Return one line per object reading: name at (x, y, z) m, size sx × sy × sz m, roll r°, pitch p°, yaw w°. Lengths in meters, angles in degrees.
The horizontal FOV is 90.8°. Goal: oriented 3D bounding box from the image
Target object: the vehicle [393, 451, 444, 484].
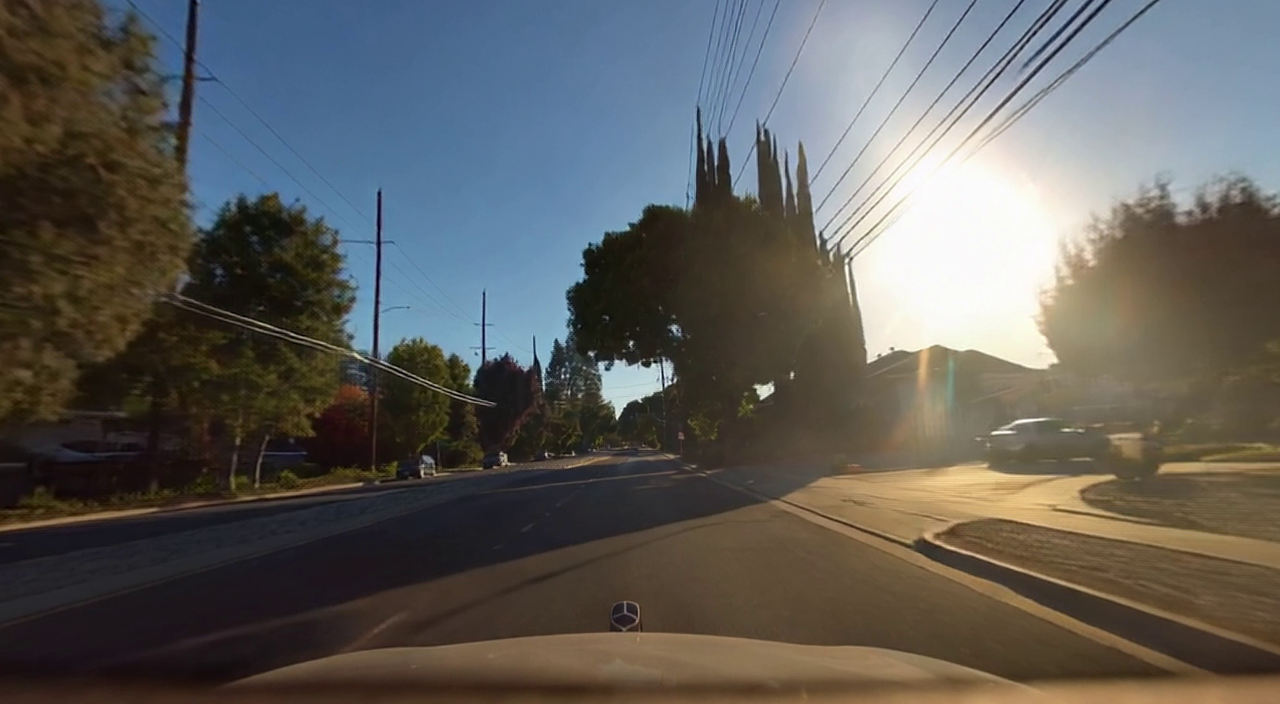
vehicle at (-16.052, 8.359, 46.029) m, size 2.071 × 1.883 × 4.915 m, roll -7°, pitch -8°, yaw -3°
